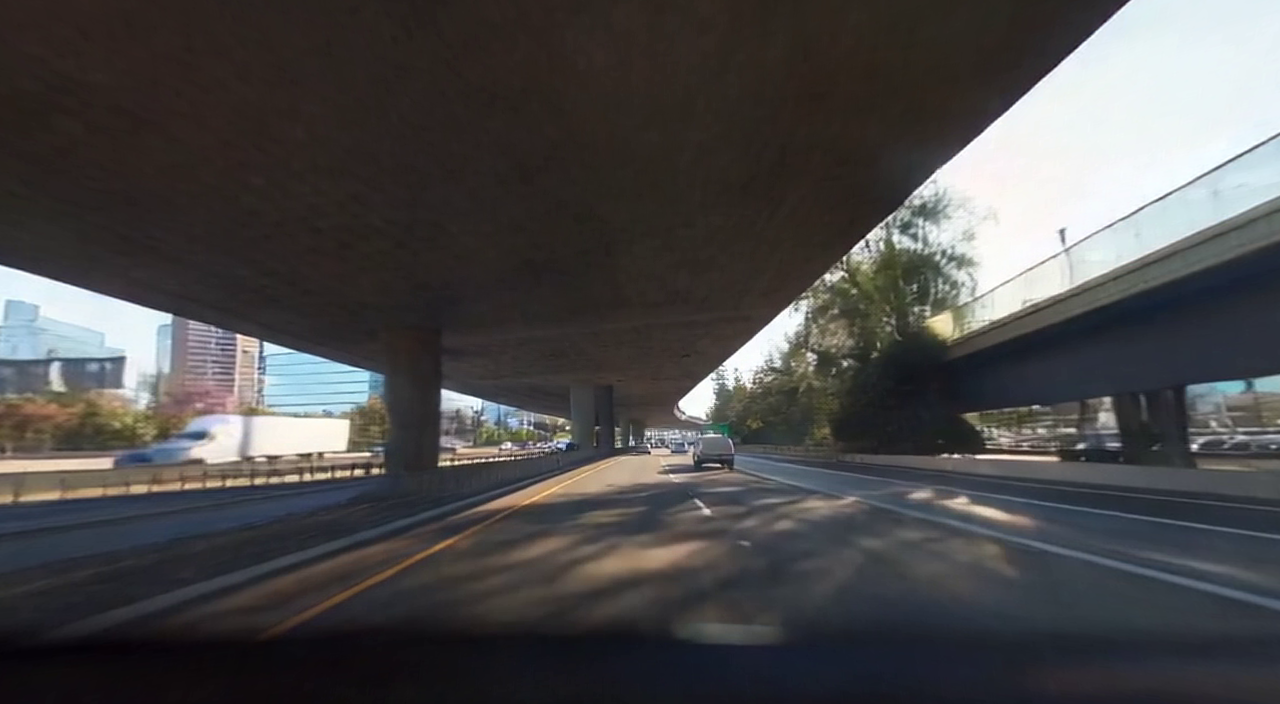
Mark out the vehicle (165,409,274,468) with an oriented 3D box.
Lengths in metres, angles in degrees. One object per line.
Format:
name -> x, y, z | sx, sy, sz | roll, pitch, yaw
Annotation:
vehicle -> -30.250, 6.289, 45.857 | 3.000, 3.923, 6.648 | -1, -9, 2

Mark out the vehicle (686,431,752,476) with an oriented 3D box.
vehicle -> 3.346, 4.436, 27.801 | 2.226, 1.779, 4.835 | 0, -9, -1

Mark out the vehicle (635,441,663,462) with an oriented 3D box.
vehicle -> 0.706, 7.574, 48.080 | 2.046, 1.475, 3.784 | 0, -9, 1
